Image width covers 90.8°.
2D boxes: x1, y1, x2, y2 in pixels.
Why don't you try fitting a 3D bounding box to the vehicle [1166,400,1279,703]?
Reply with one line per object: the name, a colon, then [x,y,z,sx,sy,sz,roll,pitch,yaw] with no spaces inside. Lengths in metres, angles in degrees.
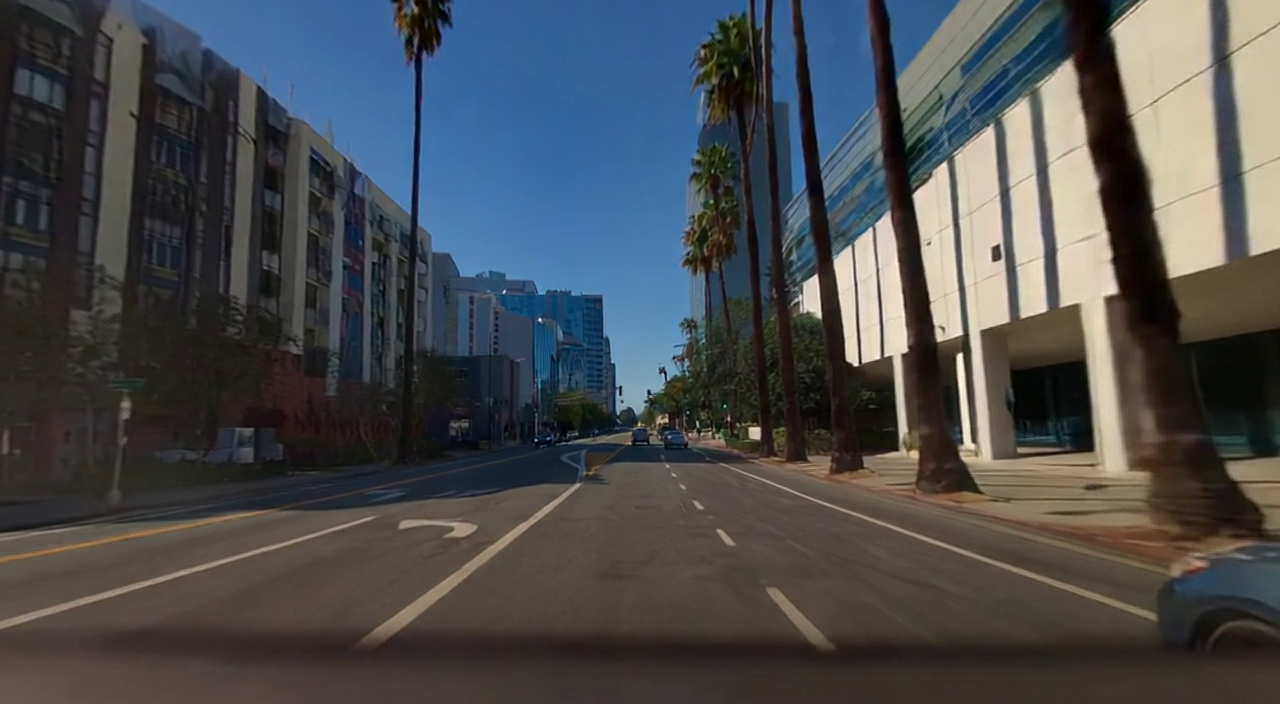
vehicle: [3.223,0.641,0.330,1.990,1.476,4.491,0,-8,-1]
